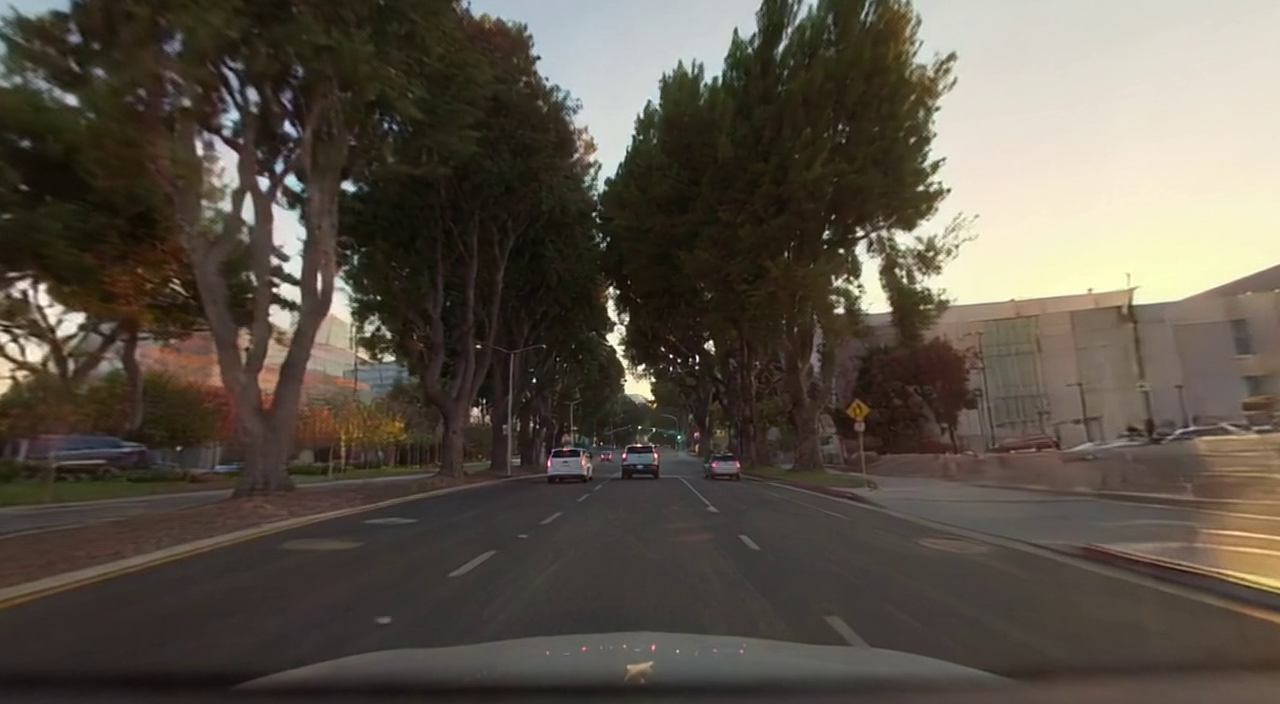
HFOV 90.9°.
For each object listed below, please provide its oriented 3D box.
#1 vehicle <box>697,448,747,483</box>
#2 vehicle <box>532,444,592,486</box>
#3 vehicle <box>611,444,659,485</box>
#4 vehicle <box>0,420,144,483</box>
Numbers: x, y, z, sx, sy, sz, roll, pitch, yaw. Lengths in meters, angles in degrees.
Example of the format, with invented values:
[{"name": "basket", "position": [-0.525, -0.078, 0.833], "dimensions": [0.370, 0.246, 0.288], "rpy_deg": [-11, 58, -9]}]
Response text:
[{"name": "vehicle", "position": [3.903, 5.468, 30.618], "dimensions": [1.847, 1.554, 4.052], "rpy_deg": [0, -8, -1]}, {"name": "vehicle", "position": [-3.410, 5.023, 28.446], "dimensions": [2.047, 1.710, 4.314], "rpy_deg": [0, -8, 2]}, {"name": "vehicle", "position": [-0.163, 5.001, 28.337], "dimensions": [2.022, 1.700, 4.084], "rpy_deg": [0, -8, 1]}, {"name": "vehicle", "position": [-32.120, 5.359, 33.881], "dimensions": [2.768, 3.022, 9.215], "rpy_deg": [-1, -10, 5]}]
